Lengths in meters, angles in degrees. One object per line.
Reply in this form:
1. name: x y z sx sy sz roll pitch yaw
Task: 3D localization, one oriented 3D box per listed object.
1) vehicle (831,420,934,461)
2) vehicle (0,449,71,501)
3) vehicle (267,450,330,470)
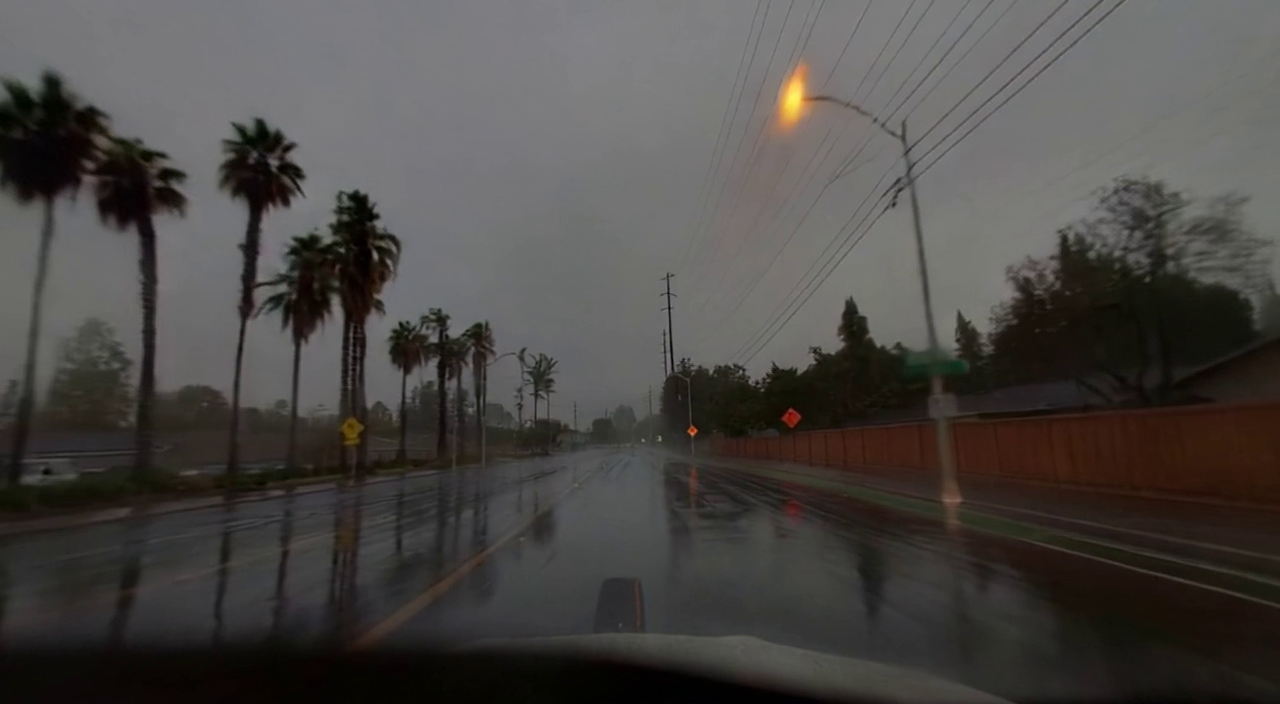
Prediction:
1. vehicle: 12.846 4.726 33.485 4.963 2.031 2.132 4 -10 -23
2. vehicle: -26.041 5.145 25.995 5.622 1.769 2.331 -9 -7 31
3. vehicle: -25.928 8.173 47.966 4.452 1.466 1.910 -5 -10 27
